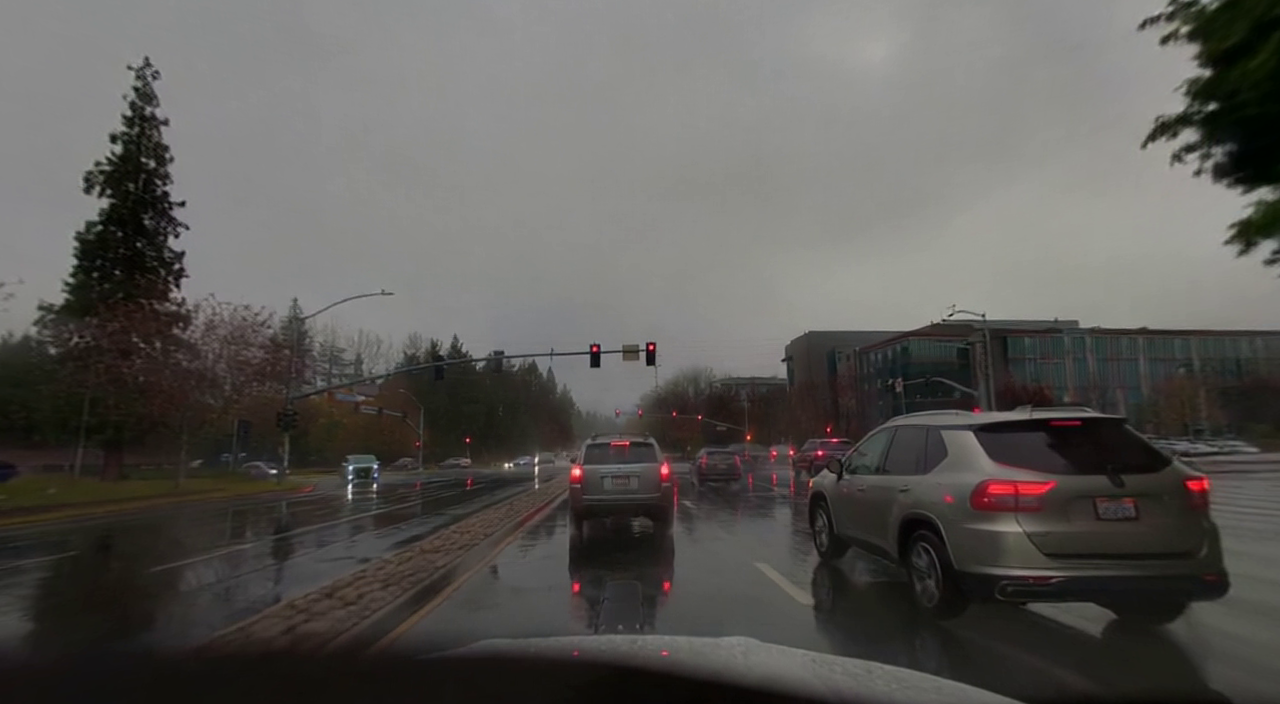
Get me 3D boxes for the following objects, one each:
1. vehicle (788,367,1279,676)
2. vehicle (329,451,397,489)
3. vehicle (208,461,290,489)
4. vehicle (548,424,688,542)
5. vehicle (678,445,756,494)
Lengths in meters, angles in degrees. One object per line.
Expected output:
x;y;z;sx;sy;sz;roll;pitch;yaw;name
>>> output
3.112;1.311;5.973;2.228;1.798;4.370;0;-9;-2;vehicle
-15.686;6.583;35.646;2.354;1.949;4.905;6;-10;-36;vehicle
-27.400;8.590;44.333;4.802;1.771;2.060;-2;-9;15;vehicle
-0.363;2.230;11.361;2.039;1.698;4.144;0;-9;-1;vehicle
2.479;3.919;21.478;1.900;1.459;4.260;0;-9;-3;vehicle
